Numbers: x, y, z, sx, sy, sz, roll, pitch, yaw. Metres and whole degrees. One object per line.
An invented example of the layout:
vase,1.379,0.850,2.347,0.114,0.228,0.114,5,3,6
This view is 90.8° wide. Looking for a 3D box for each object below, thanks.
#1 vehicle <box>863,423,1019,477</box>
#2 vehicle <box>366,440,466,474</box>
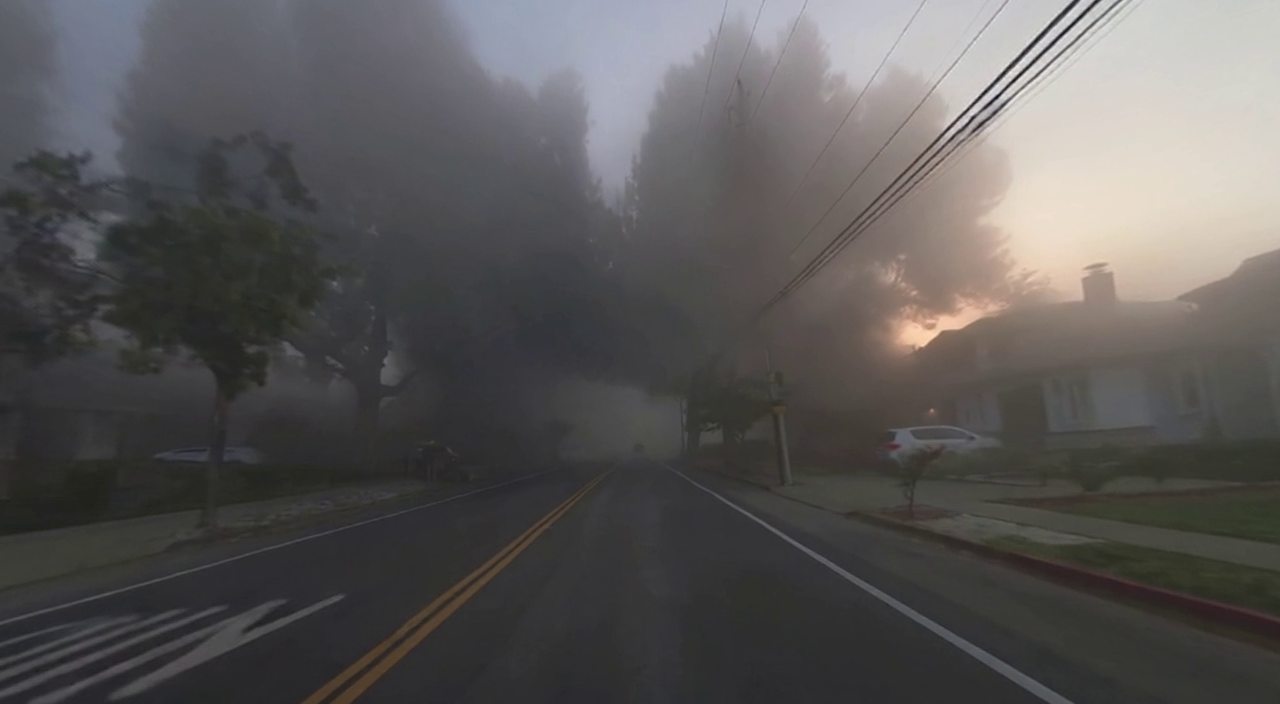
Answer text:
vehicle,10.403,3.414,22.141,4.449,1.765,1.917,0,-8,3
vehicle,-12.846,6.022,36.422,4.928,1.848,2.041,0,-8,0
